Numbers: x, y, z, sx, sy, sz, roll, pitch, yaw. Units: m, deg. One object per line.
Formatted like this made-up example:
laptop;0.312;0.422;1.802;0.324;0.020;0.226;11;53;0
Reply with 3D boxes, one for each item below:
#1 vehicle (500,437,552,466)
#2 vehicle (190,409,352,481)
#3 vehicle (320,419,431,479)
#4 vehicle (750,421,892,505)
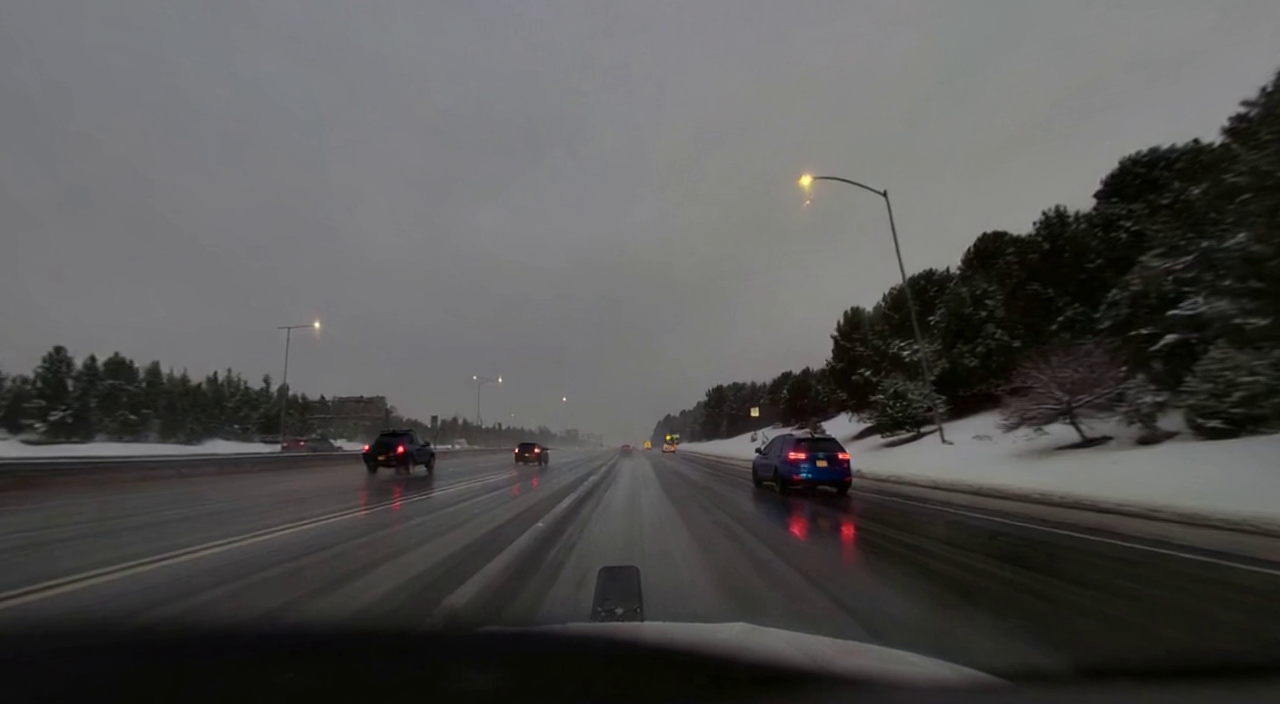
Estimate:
vehicle;-7.416;6.517;41.524;2.503;1.775;4.763;0;-9;0
vehicle;-14.585;3.770;25.565;2.647;2.508;6.337;0;-8;1
vehicle;-10.837;4.052;26.394;2.261;2.230;5.435;0;-8;0
vehicle;4.517;2.872;16.672;2.184;1.892;4.763;0;-9;-2
